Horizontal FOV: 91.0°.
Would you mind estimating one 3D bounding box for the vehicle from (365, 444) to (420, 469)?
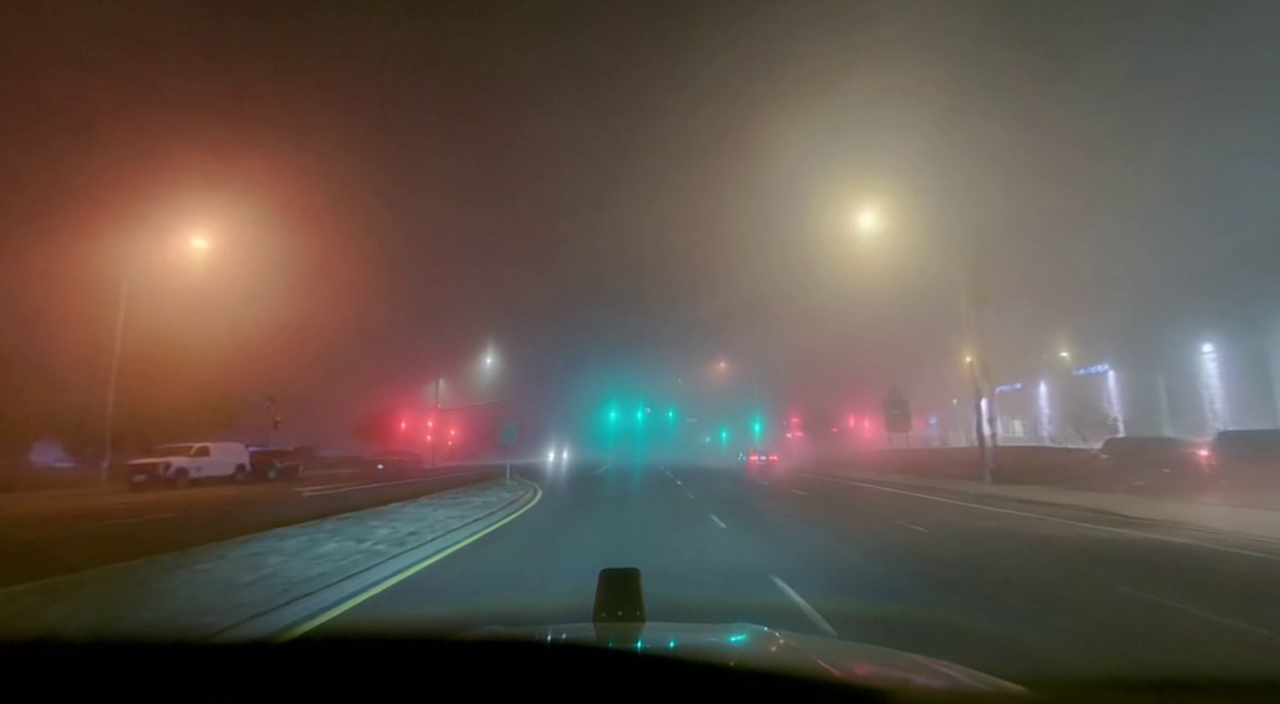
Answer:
[{"bbox_3d":[-18.263,7.720,46.713,2.097,1.733,4.527,0,-9,1],"label":"vehicle"}]

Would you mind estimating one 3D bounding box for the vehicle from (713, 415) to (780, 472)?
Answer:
[{"bbox_3d":[6.552,5.823,40.006,2.802,3.208,7.459,1,-9,-1],"label":"vehicle"}]

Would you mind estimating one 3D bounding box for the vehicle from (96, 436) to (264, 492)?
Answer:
[{"bbox_3d":[-18.550,4.515,25.950,2.390,1.995,5.895,0,-8,1],"label":"vehicle"}]

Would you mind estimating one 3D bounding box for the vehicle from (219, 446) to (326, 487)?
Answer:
[{"bbox_3d":[-15.228,4.741,26.378,1.917,1.577,3.995,0,-9,3],"label":"vehicle"}]

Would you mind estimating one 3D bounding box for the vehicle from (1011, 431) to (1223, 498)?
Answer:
[{"bbox_3d":[12.739,3.036,17.355,2.079,1.541,4.801,0,-9,0],"label":"vehicle"}]

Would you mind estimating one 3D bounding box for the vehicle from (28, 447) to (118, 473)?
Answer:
[{"bbox_3d":[-37.119,7.052,41.371,1.906,1.618,4.188,0,-9,2],"label":"vehicle"}]
